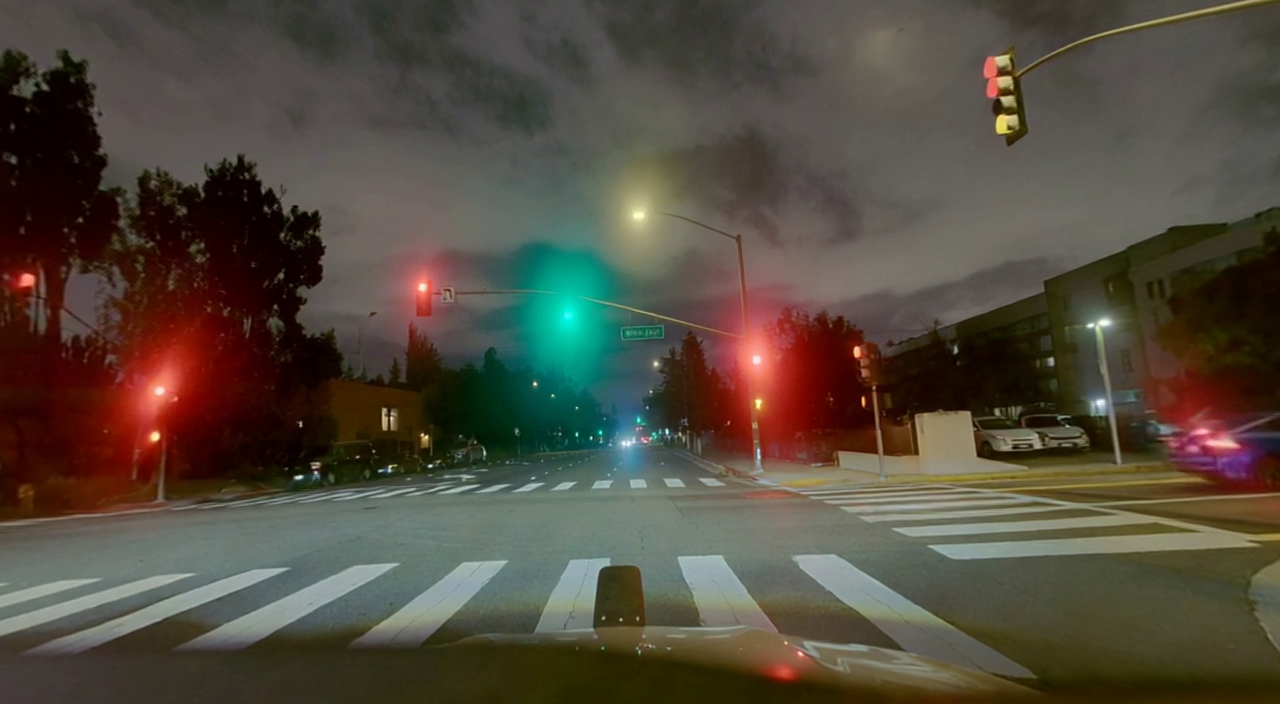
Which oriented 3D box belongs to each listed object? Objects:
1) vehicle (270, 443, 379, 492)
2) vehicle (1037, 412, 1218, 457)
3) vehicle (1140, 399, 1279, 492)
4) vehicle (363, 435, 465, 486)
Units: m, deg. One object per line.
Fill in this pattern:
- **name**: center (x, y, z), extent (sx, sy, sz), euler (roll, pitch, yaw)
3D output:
- **vehicle**: center (-13.791, 5.065, 28.064), extent (2.306, 1.957, 4.968), euler (0, -9, -1)
- **vehicle**: center (16.850, 2.921, 22.154), extent (4.560, 1.453, 1.851), euler (-3, -9, 18)
- **vehicle**: center (11.683, 1.568, 10.632), extent (4.592, 1.470, 2.071), euler (-3, -9, 21)
- **vehicle**: center (-10.140, 4.926, 28.988), extent (2.664, 1.940, 5.702), euler (-3, -9, 0)
